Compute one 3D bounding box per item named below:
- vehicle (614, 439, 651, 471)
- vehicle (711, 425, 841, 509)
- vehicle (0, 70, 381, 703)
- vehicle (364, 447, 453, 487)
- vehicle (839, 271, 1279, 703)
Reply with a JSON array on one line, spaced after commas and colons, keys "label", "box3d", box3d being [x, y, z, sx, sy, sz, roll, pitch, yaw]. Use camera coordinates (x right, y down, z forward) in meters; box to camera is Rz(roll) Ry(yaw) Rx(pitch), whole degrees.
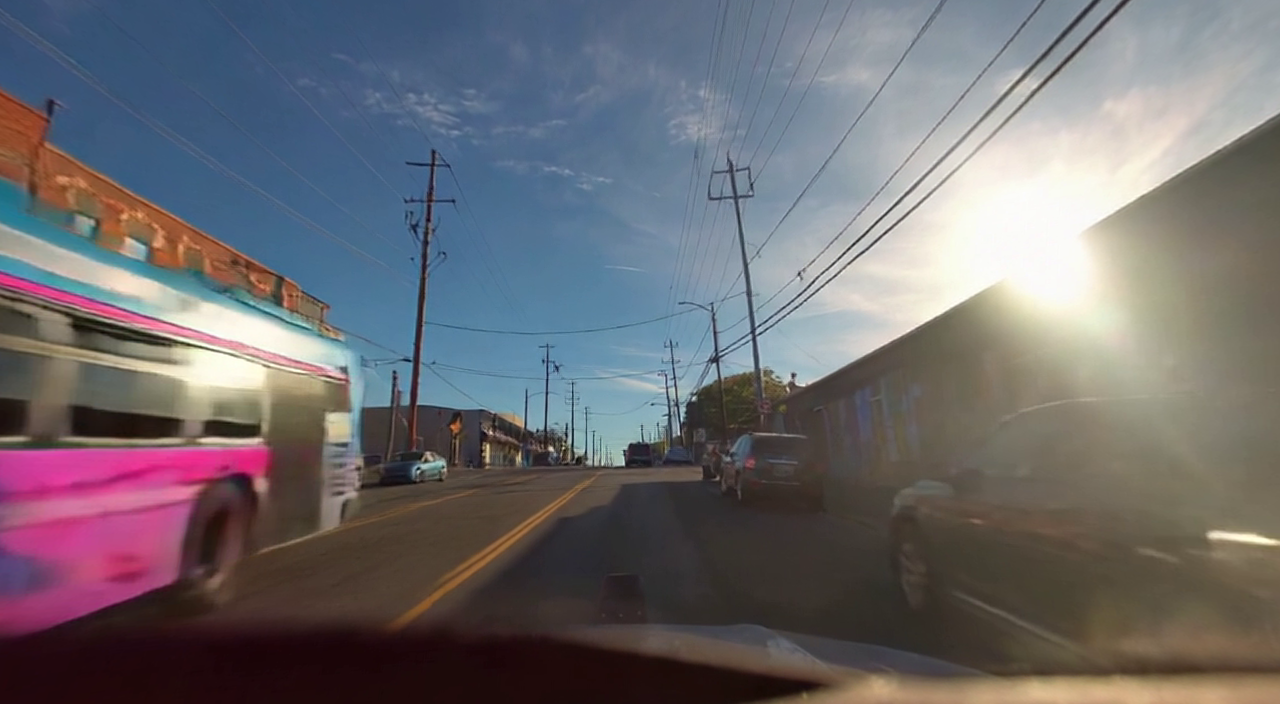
[{"label": "vehicle", "box3d": [-0.457, 6.313, 38.797, 2.190, 1.783, 4.048, 0, -9, 0]}, {"label": "vehicle", "box3d": [3.169, 2.820, 15.881, 2.102, 1.765, 4.674, 0, -9, -1]}, {"label": "vehicle", "box3d": [-4.989, 0.258, 3.317, 3.297, 3.342, 12.875, 1, -9, -7]}, {"label": "vehicle", "box3d": [-10.035, 5.046, 27.862, 2.079, 1.550, 4.865, -1, -10, 0]}, {"label": "vehicle", "box3d": [3.065, 0.918, 3.450, 2.230, 1.855, 4.922, 0, -9, -1]}]
